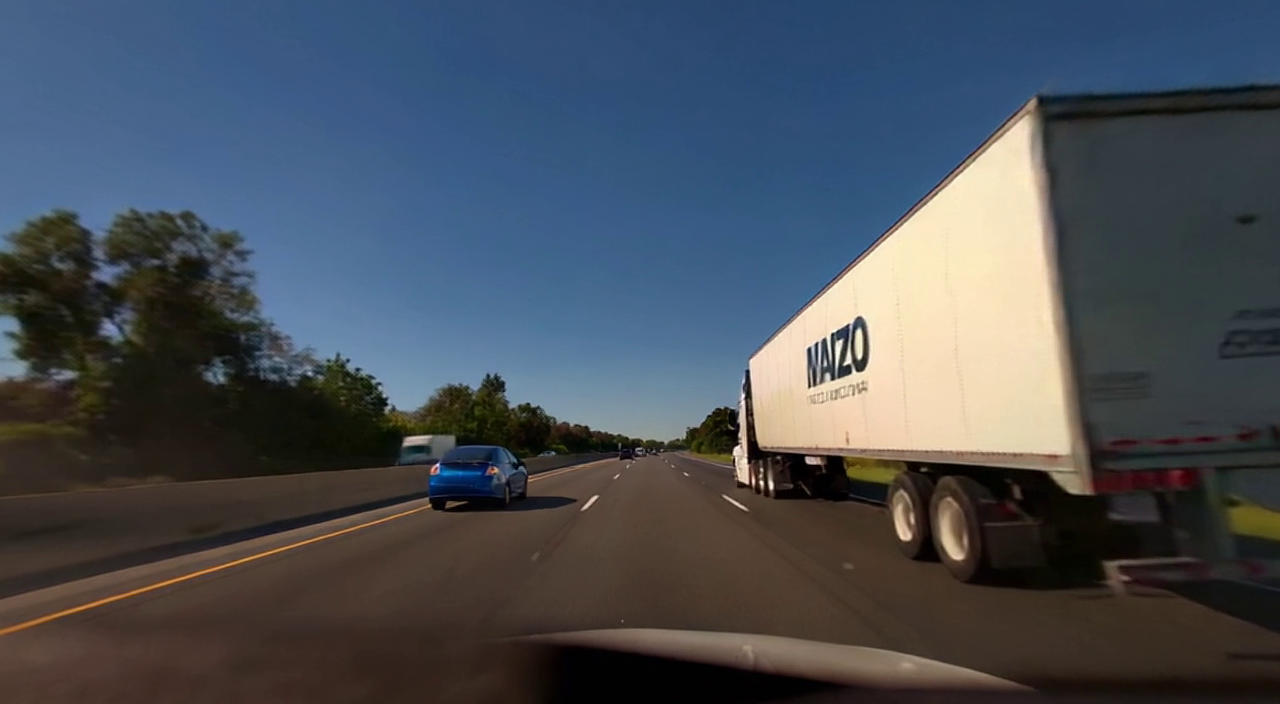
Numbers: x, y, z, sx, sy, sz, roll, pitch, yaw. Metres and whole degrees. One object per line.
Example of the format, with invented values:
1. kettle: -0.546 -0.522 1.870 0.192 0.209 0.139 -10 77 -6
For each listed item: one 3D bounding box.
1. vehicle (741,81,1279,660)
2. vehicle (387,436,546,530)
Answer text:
1. vehicle: 4.454 1.034 11.255 2.832 4.034 13.924 0 -9 -1
2. vehicle: -3.208 2.504 12.704 1.945 1.537 4.294 0 -9 1
